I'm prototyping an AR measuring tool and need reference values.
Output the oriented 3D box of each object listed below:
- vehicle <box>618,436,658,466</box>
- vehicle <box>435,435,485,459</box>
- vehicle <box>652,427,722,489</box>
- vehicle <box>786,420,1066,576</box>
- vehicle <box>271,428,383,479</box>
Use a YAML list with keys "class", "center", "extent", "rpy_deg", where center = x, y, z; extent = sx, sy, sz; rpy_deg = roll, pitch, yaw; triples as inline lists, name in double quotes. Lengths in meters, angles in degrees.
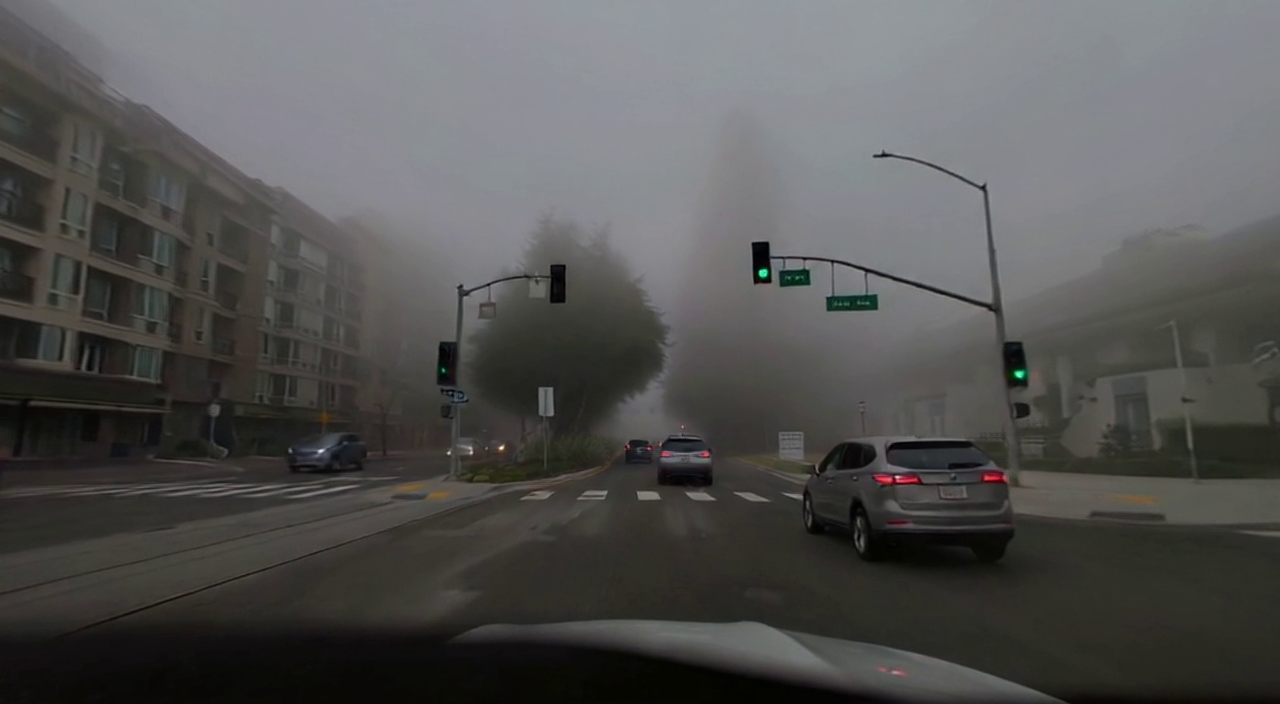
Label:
- class: "vehicle"
  center: [-0.131, 5.447, 34.877]
  extent: [2.059, 1.492, 3.925]
  rpy_deg: [0, -8, -1]
- class: "vehicle"
  center: [-12.216, 6.483, 43.175]
  extent: [1.969, 1.566, 4.549]
  rpy_deg: [0, -8, 1]
- class: "vehicle"
  center: [1.728, 3.754, 22.777]
  extent: [2.206, 1.858, 5.332]
  rpy_deg: [1, -8, 5]
- class: "vehicle"
  center: [3.497, 1.841, 8.768]
  extent: [1.906, 1.608, 4.137]
  rpy_deg: [0, -8, 0]
- class: "vehicle"
  center: [-12.530, 4.111, 25.765]
  extent: [2.076, 1.836, 4.847]
  rpy_deg: [0, -8, 0]
